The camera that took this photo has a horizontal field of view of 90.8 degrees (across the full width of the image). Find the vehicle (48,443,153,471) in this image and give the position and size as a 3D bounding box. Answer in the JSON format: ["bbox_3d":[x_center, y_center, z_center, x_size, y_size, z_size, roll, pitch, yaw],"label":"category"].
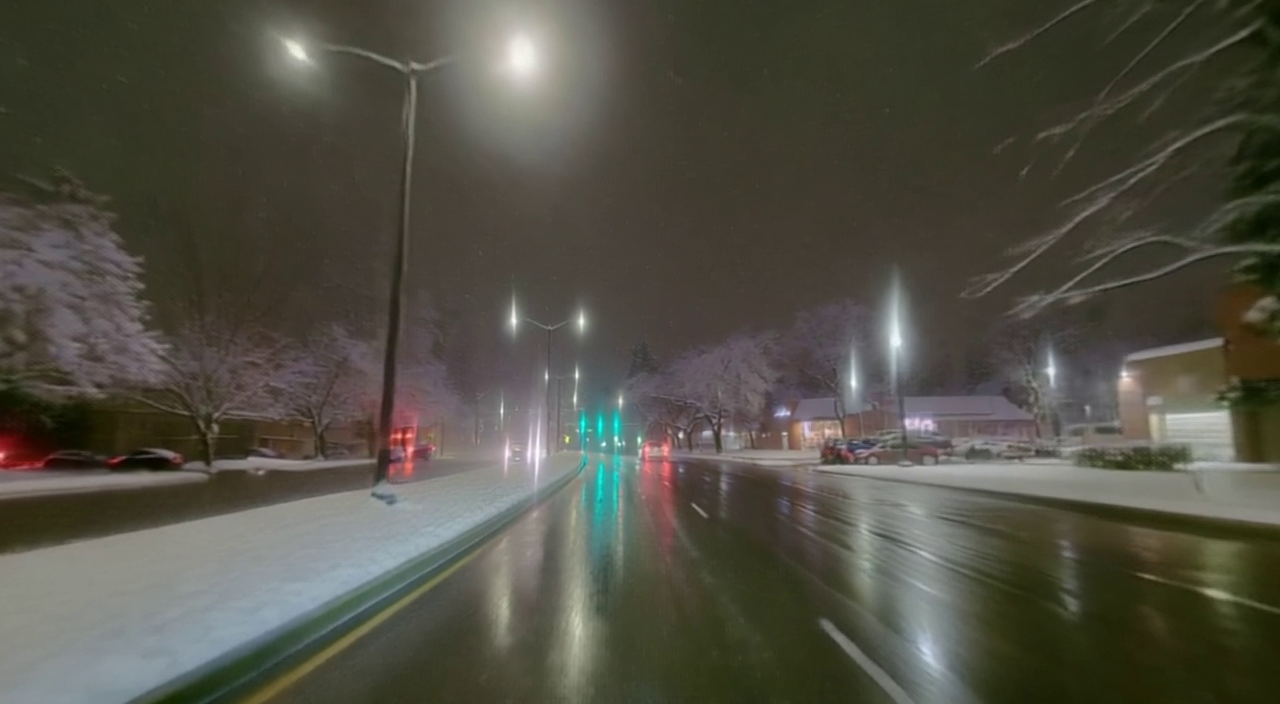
[{"bbox_3d":[-31.892,6.196,37.477,4.240,1.576,2.038,0,-9,-4],"label":"vehicle"}]

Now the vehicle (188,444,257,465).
[{"bbox_3d":[-32.083,7.906,48.624,3.952,1.462,1.857,2,-6,-8],"label":"vehicle"}]

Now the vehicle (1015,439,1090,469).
[{"bbox_3d":[25.422,6.269,39.097,1.917,1.720,4.071,0,-8,1],"label":"vehicle"}]

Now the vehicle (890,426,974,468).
[{"bbox_3d":[18.009,5.828,38.824,2.727,2.396,5.918,-9,-12,43],"label":"vehicle"}]

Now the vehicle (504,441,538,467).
[{"bbox_3d":[-8.604,7.292,45.457,2.180,1.556,5.130,2,-7,-11],"label":"vehicle"}]

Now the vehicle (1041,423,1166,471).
[{"bbox_3d":[28.529,5.910,39.347,2.248,2.714,6.788,1,-8,-4],"label":"vehicle"}]

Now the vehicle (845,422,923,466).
[{"bbox_3d":[15.848,5.952,40.804,5.908,2.641,2.303,8,-12,-44],"label":"vehicle"}]

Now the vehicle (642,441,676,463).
[{"bbox_3d":[1.315,7.171,45.284,1.913,1.473,4.360,0,-9,-5],"label":"vehicle"}]

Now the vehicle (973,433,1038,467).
[{"bbox_3d":[22.417,6.046,39.043,2.747,1.912,6.426,-4,-9,25],"label":"vehicle"}]
